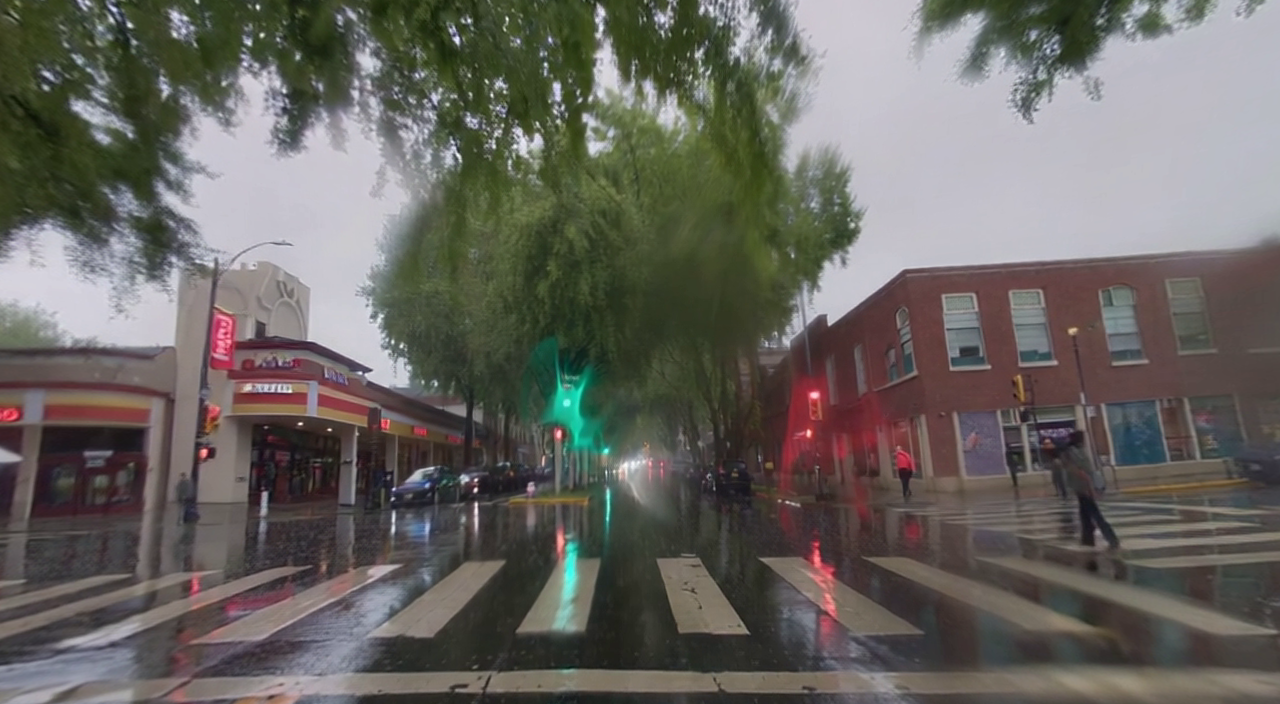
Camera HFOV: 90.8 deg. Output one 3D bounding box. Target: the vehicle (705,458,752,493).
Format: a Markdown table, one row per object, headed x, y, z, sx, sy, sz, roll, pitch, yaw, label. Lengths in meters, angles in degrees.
| x | y | z | sx | sy | sz | roll | pitch | yaw | label |
| --- | --- | --- | --- | --- | --- | --- | --- | --- | --- |
| 5.187 | 7.275 | 37.623 | 2.010 | 1.844 | 4.386 | 0 | -8 | -2 | vehicle |

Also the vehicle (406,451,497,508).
| x | y | z | sx | sy | sz | roll | pitch | yaw | label |
| --- | --- | --- | --- | --- | --- | --- | --- | --- | --- |
| -8.809 | 5.967 | 30.211 | 2.489 | 2.323 | 5.843 | 0 | -8 | 0 | vehicle |

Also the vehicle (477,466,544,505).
| x | y | z | sx | sy | sz | roll | pitch | yaw | label |
| --- | --- | --- | --- | --- | --- | --- | --- | --- | --- |
| -5.743 | 5.943 | 28.512 | 1.983 | 1.438 | 4.559 | 0 | -8 | 1 | vehicle |
